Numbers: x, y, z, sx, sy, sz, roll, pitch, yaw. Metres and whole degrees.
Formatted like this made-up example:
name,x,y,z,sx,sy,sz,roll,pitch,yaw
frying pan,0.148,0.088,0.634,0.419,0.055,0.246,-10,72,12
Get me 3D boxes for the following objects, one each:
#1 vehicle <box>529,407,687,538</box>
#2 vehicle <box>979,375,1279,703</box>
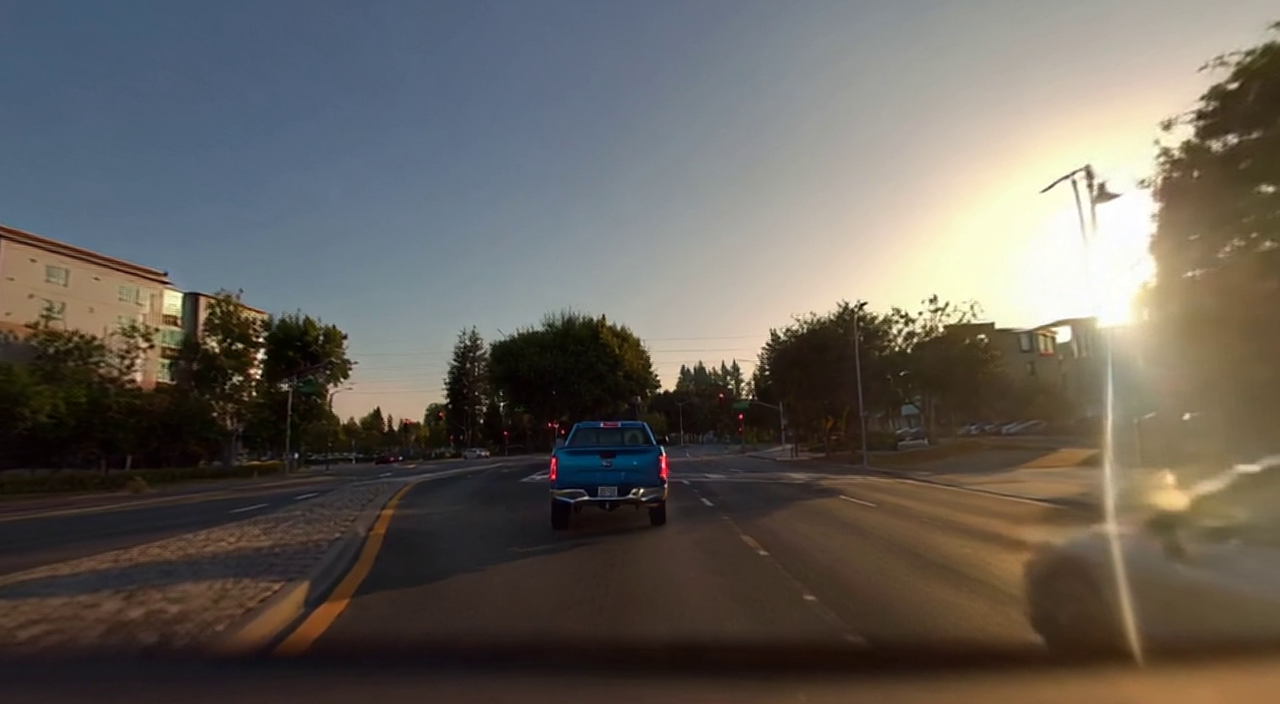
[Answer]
name,x,y,z,sx,sy,sz,roll,pitch,yaw
vehicle,-0.470,1.963,11.036,2.145,1.762,4.731,0,-8,-1
vehicle,2.927,0.722,1.192,2.073,1.484,4.437,0,-8,-1
